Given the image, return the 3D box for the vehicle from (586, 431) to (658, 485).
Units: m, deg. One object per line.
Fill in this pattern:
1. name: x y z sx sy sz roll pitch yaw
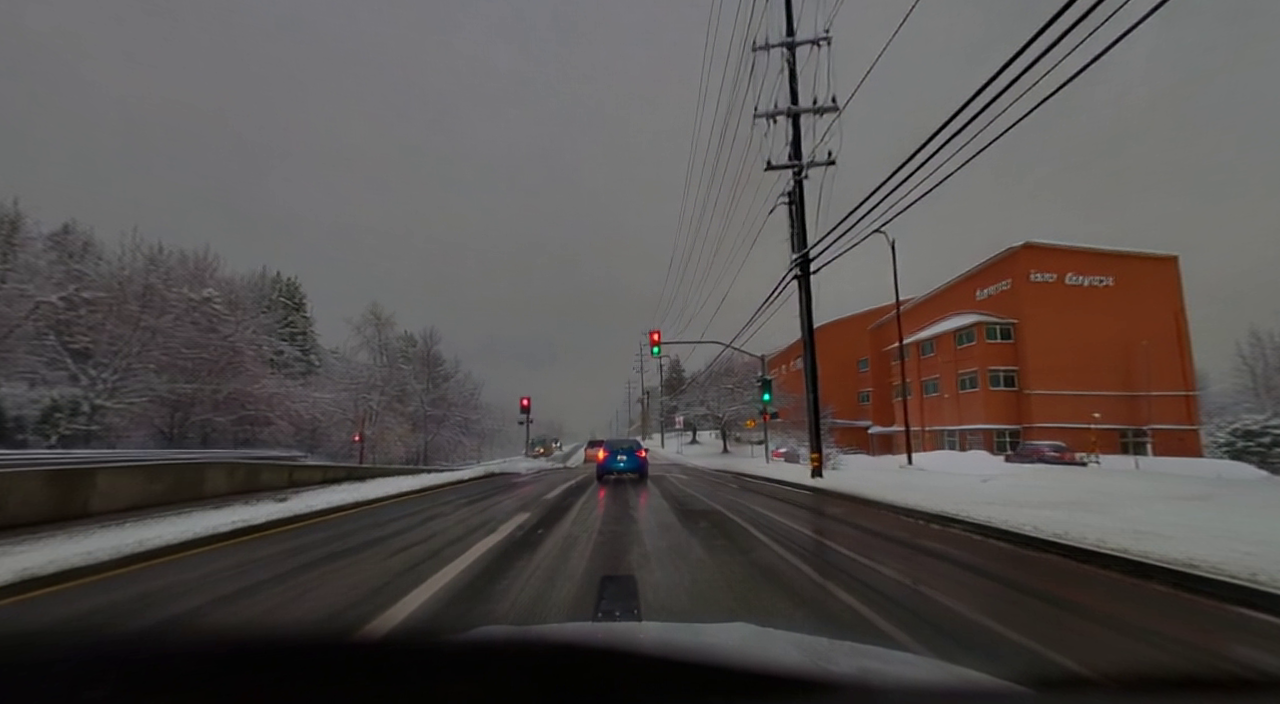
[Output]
1. vehicle: -0.568 3.390 20.500 2.123 1.566 3.662 0 -8 -1
